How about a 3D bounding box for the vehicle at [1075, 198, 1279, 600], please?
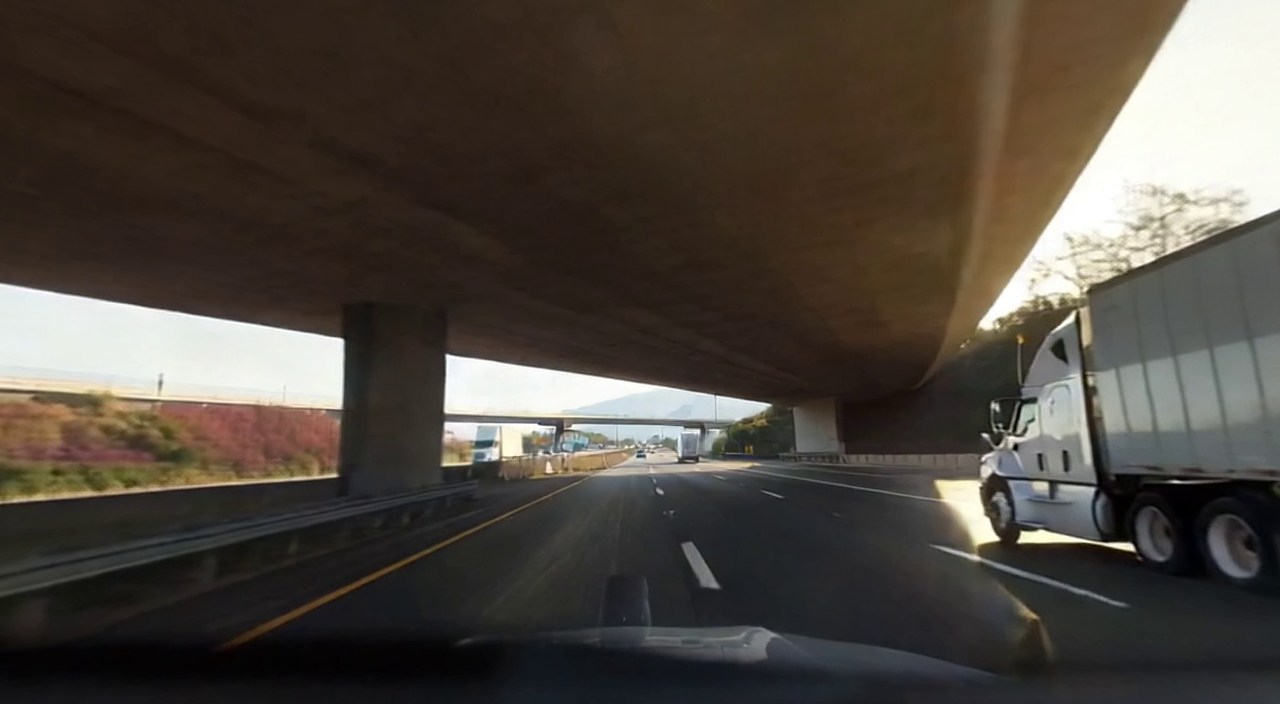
[{"bbox_3d":[6.498,0.117,3.493,2.690,3.197,7.515,0,-9,0],"label":"vehicle"}]
